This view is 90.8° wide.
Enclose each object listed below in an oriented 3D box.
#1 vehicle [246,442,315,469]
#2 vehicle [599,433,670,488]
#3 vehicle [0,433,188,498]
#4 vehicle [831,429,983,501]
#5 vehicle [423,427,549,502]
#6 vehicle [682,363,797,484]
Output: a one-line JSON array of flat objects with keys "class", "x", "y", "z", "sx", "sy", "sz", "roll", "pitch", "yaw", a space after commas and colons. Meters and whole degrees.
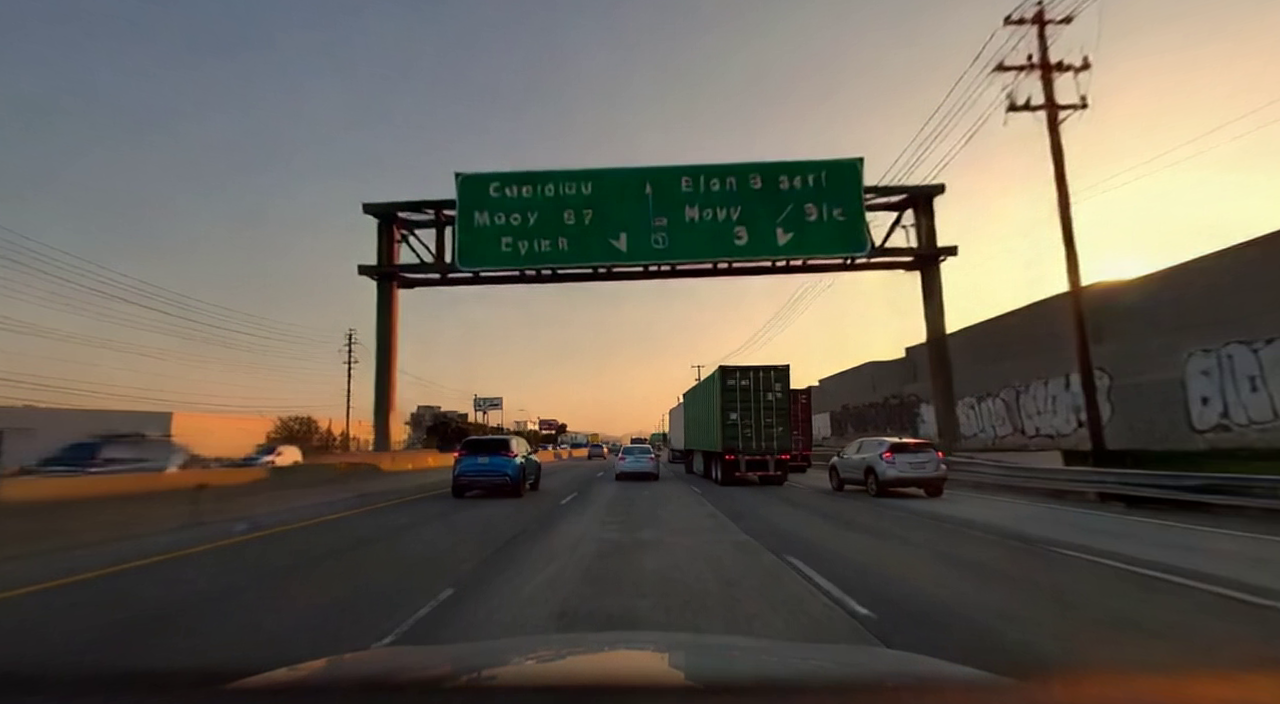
[{"class": "vehicle", "x": -23.738, "y": 6.838, "z": 41.917, "sx": 2.015, "sy": 1.698, "sz": 4.521, "roll": 0, "pitch": -9, "yaw": -3}, {"class": "vehicle", "x": -0.197, "y": 3.680, "z": 21.655, "sx": 2.191, "sy": 1.685, "sz": 4.015, "roll": 0, "pitch": -9, "yaw": -1}, {"class": "vehicle", "x": -15.583, "y": 3.213, "z": 18.234, "sx": 1.896, "sy": 1.627, "sz": 4.434, "roll": 0, "pitch": -9, "yaw": -2}, {"class": "vehicle", "x": 7.203, "y": 3.097, "z": 17.706, "sx": 2.202, "sy": 1.731, "sz": 4.628, "roll": 0, "pitch": -9, "yaw": 0}, {"class": "vehicle", "x": -4.085, "y": 3.090, "z": 17.700, "sx": 2.264, "sy": 1.804, "sz": 4.584, "roll": 0, "pitch": -9, "yaw": 1}, {"class": "vehicle", "x": 3.728, "y": 3.367, "z": 27.687, "sx": 2.800, "sy": 4.039, "sz": 13.179, "roll": 0, "pitch": -9, "yaw": -1}]
